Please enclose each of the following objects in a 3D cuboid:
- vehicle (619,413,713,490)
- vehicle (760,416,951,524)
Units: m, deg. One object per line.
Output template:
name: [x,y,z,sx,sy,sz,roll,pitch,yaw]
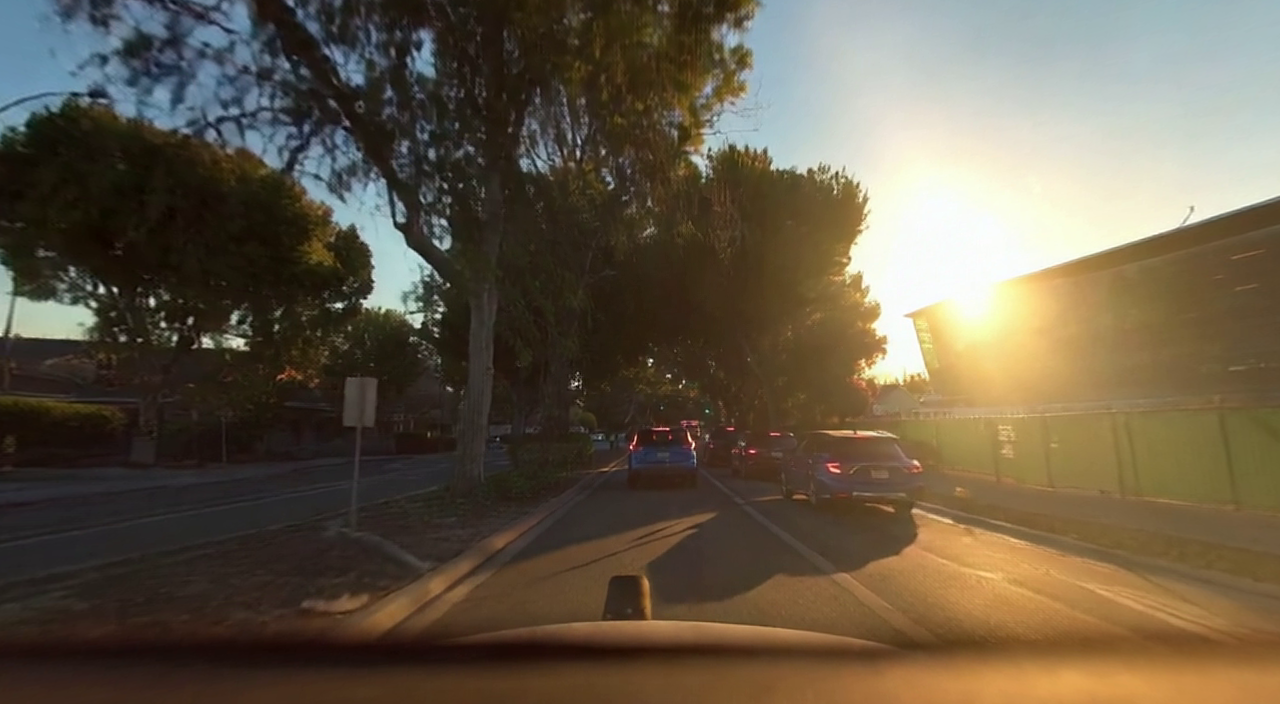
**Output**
vehicle: [0.724,2.859,18.267,2.386,1.947,4.168,-1,-8,2]
vehicle: [3.909,2.259,12.560,2.138,1.699,4.852,0,-8,1]
